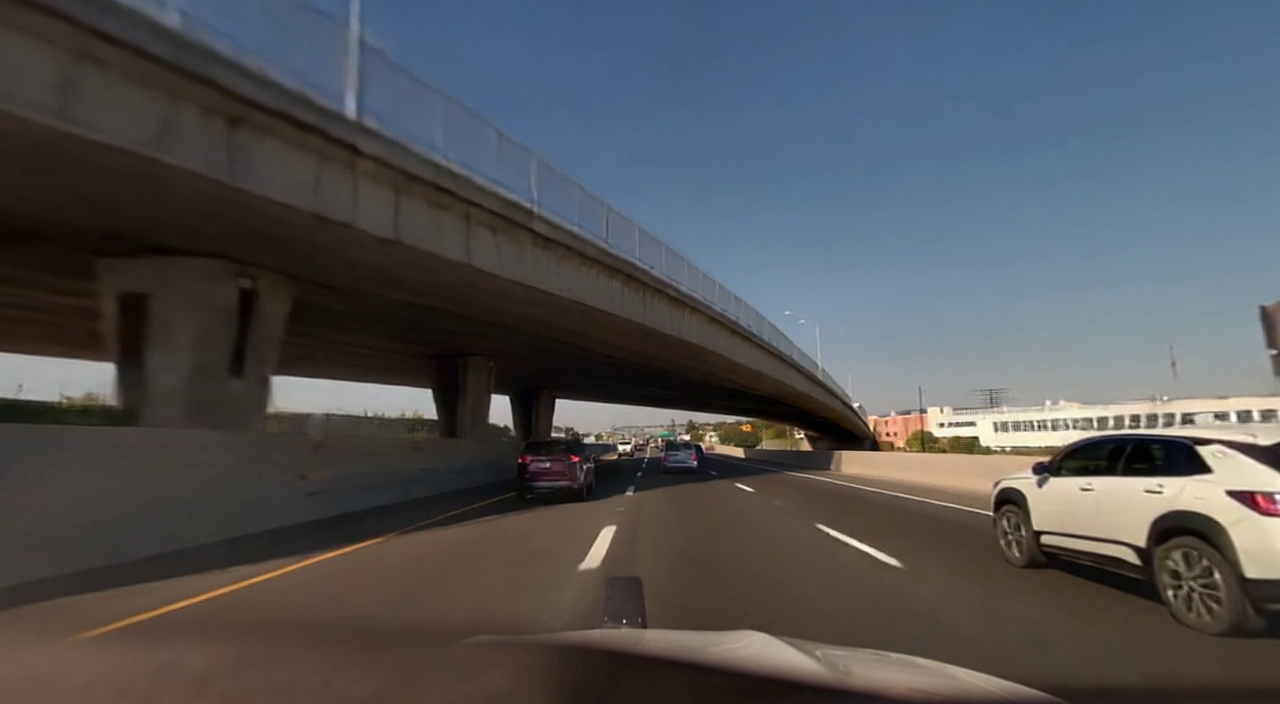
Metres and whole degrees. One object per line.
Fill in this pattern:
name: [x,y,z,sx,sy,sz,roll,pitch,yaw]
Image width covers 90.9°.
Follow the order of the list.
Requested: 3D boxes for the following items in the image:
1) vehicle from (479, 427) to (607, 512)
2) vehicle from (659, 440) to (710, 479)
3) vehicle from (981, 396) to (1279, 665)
vehicle: [-2.147,2.795,15.513,2.239,1.761,4.620,-1,-8,2]
vehicle: [1.845,4.614,27.364,2.000,1.558,3.945,0,-8,1]
vehicle: [4.855,1.211,4.788,2.027,1.588,4.611,0,-8,2]
